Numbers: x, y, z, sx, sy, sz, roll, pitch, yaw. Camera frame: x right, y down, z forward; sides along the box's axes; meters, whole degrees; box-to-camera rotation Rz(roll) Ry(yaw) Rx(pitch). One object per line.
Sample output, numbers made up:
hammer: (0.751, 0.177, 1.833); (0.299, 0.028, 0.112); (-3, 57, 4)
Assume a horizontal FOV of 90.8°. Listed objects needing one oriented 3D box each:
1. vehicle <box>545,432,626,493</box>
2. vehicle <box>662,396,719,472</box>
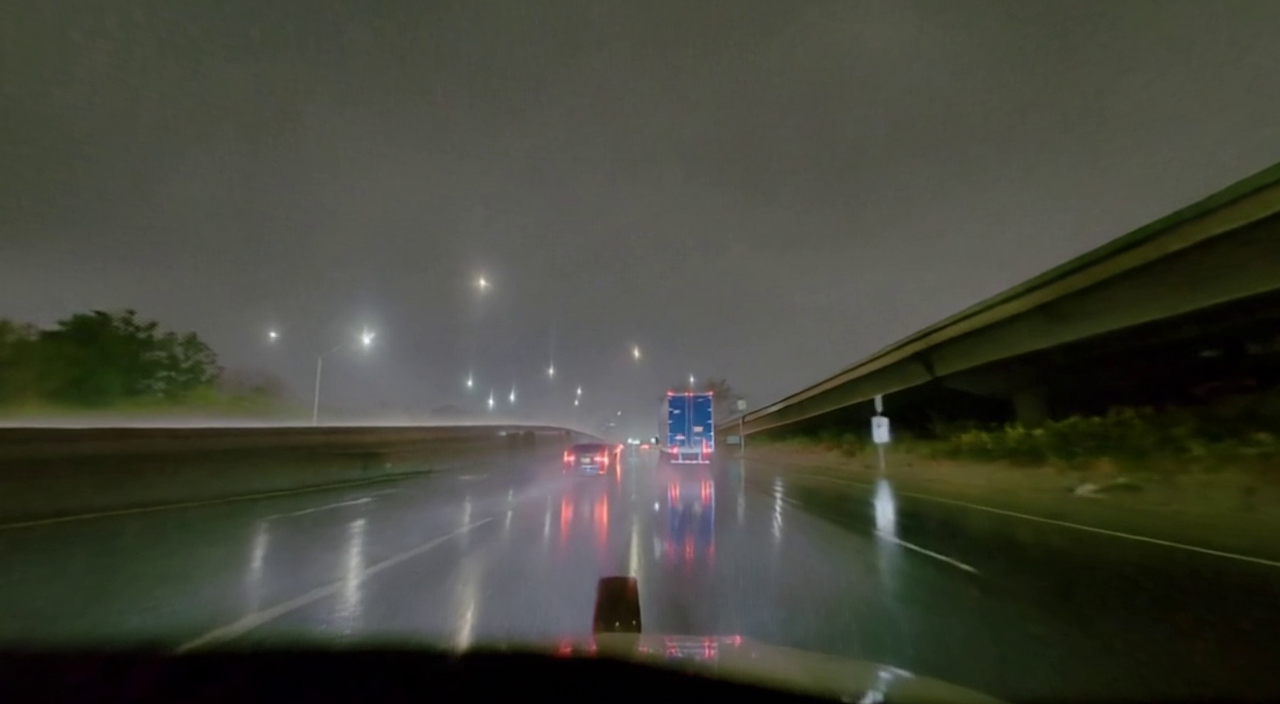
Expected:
vehicle: (-1.606, 3.497, 20.267); (2.077, 1.716, 4.514); (0, -9, 2)
vehicle: (2.902, 5.181, 39.198); (2.964, 4.063, 10.072); (0, -9, 2)
